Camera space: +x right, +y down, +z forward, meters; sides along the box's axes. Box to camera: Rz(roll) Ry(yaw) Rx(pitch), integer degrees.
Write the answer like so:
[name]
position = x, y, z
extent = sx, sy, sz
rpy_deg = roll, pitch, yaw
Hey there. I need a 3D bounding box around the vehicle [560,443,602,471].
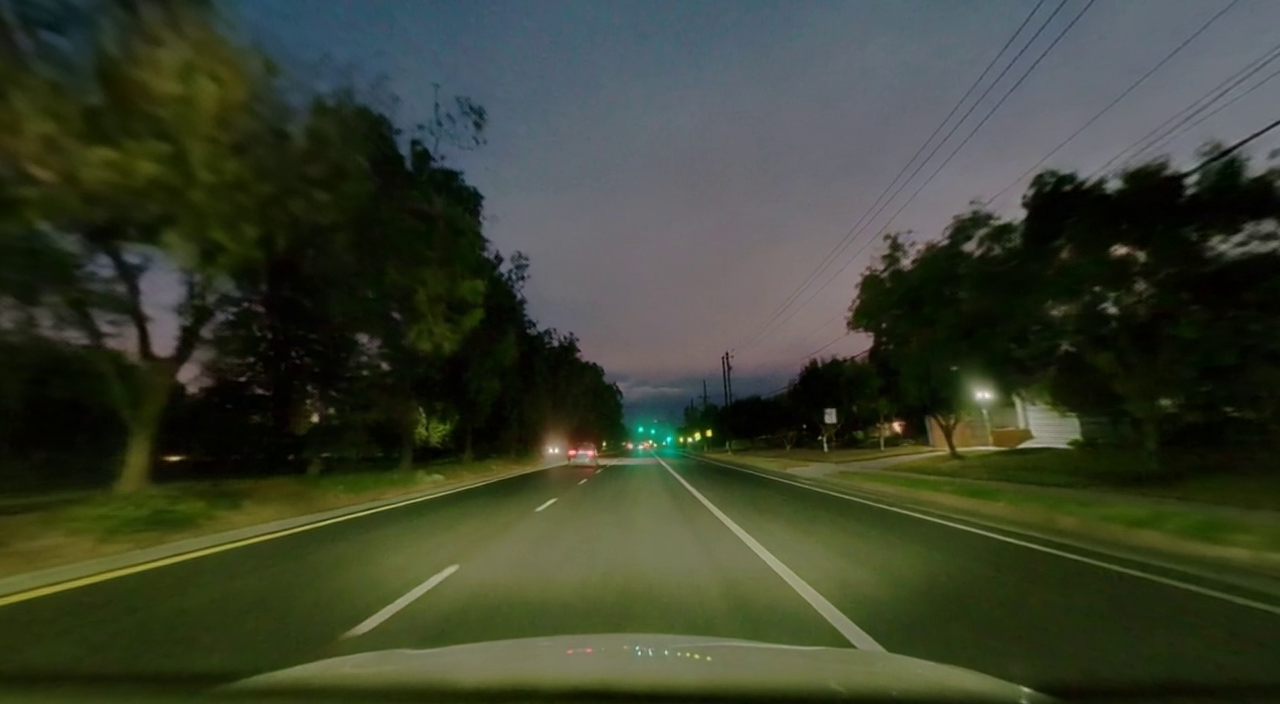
[vehicle]
position = -3.380, 6.046, 36.648
extent = 2.007, 1.514, 4.049
rpy_deg = 0, -8, 1
